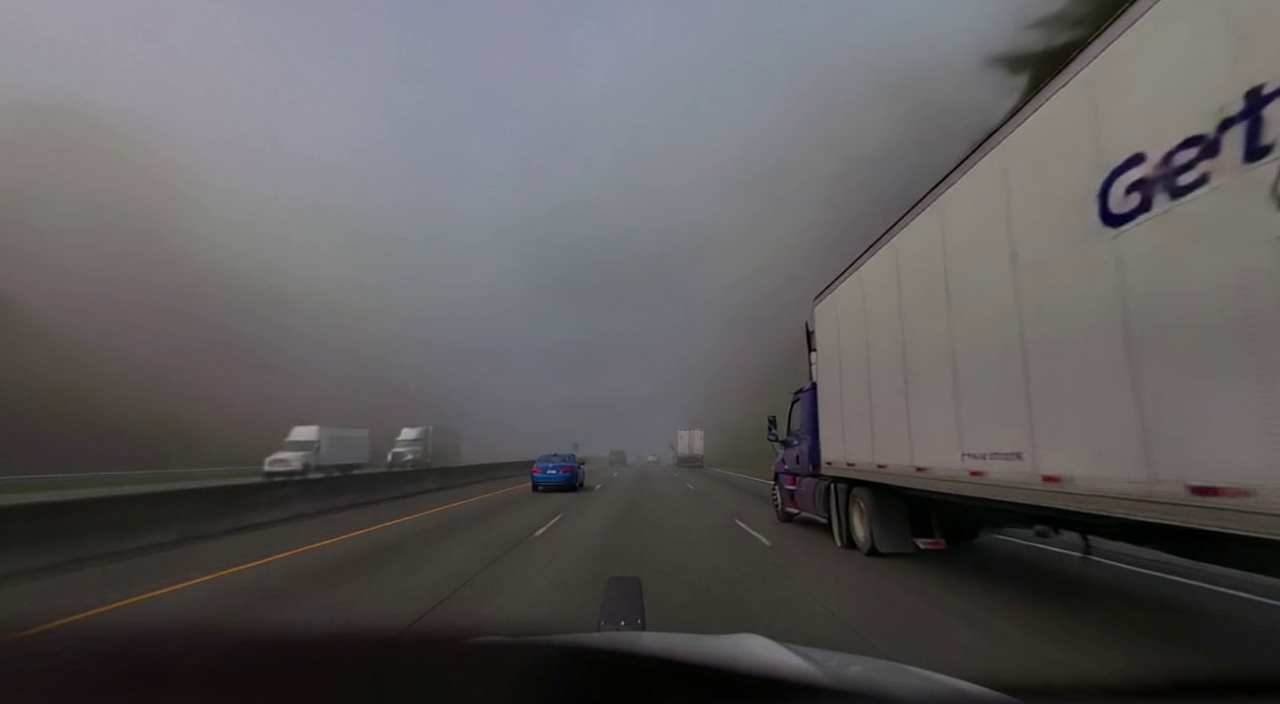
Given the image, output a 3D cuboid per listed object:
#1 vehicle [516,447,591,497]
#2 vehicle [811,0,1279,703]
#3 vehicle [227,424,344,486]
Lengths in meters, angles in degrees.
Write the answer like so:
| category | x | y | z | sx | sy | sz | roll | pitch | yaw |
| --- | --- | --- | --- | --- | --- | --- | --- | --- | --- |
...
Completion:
| category | x | y | z | sx | sy | sz | roll | pitch | yaw |
| --- | --- | --- | --- | --- | --- | --- | --- | --- | --- |
| vehicle | -2.915 | 4.154 | 22.231 | 1.960 | 1.579 | 4.384 | 0 | -9 | 1 |
| vehicle | 4.580 | -0.002 | 4.304 | 2.858 | 3.952 | 13.731 | 0 | -9 | -1 |
| vehicle | -17.979 | 5.265 | 32.419 | 2.478 | 2.841 | 5.807 | 0 | -9 | 1 |
